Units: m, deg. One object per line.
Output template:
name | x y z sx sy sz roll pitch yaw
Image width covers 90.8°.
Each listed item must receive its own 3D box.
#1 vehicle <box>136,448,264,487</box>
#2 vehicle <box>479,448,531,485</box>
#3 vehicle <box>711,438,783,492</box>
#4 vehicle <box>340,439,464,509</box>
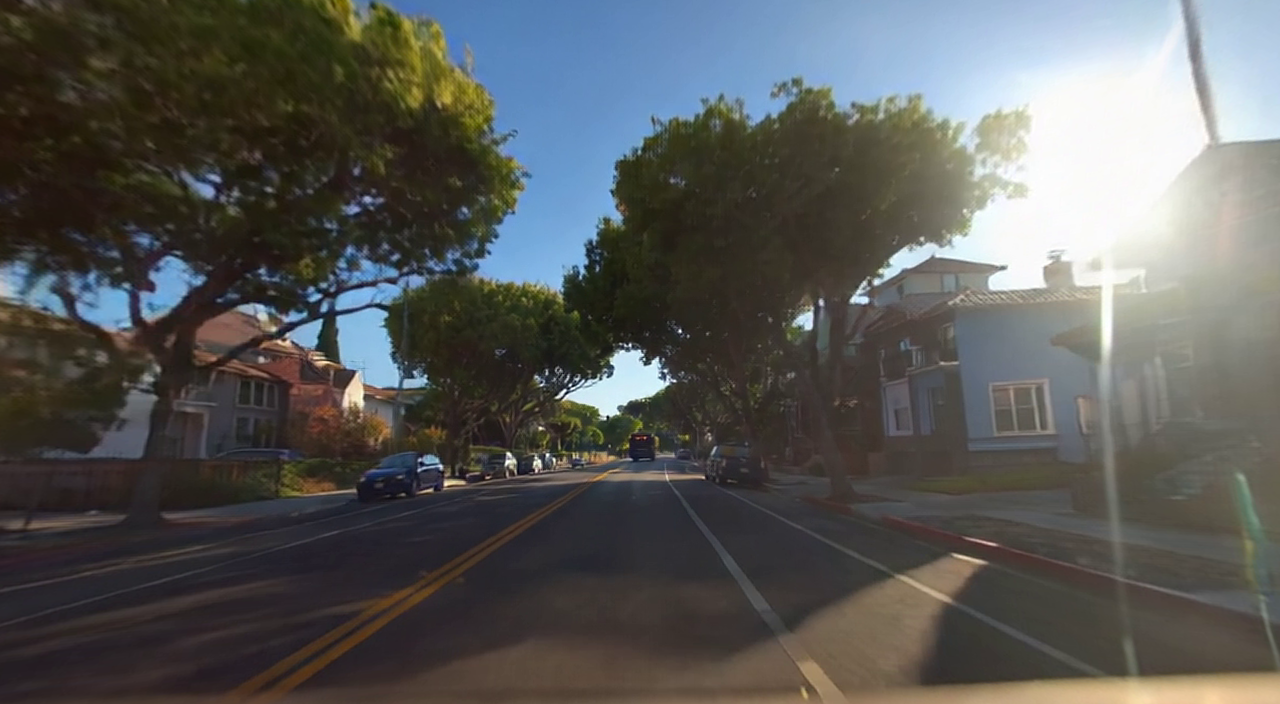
vehicle | -19.811 5.195 28.586 4.197 1.659 2.059 0 -8 0
vehicle | -7.700 6.526 36.439 1.898 1.755 4.603 -5 -8 0
vehicle | 4.332 4.661 26.343 2.060 1.833 4.927 5 -9 1
vehicle | -7.953 4.071 21.733 2.094 1.840 5.450 -6 -8 0
